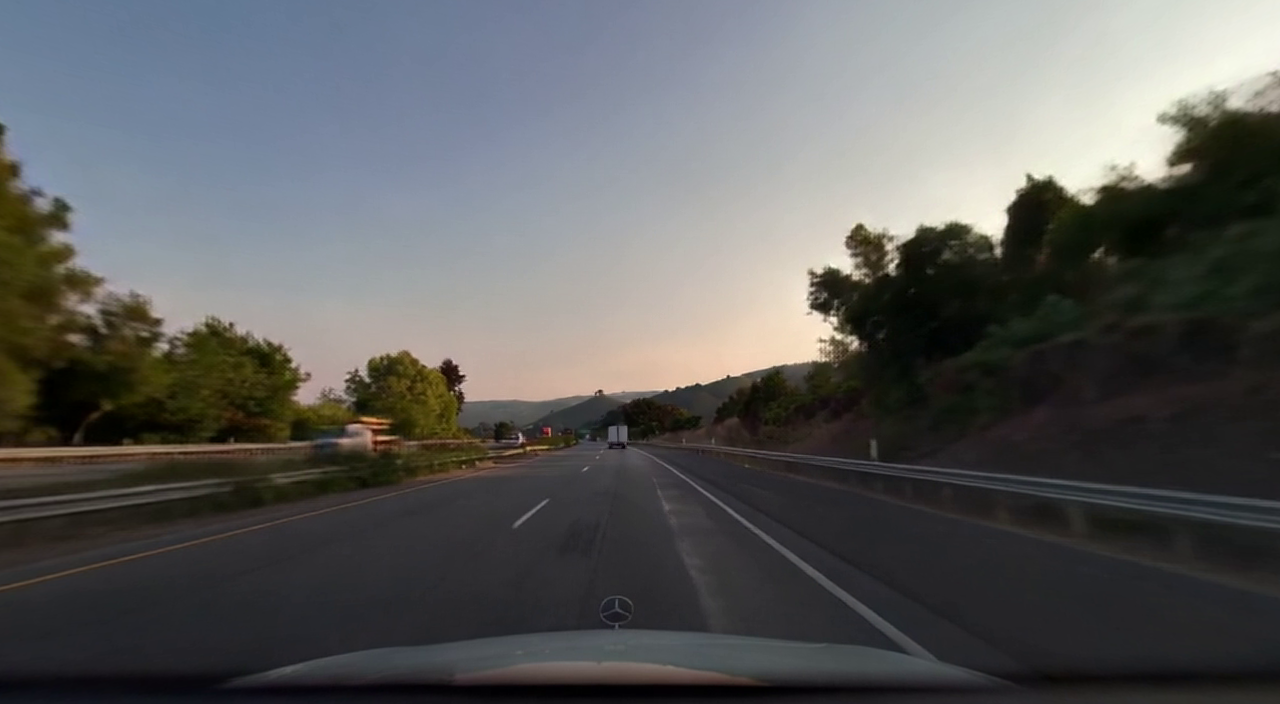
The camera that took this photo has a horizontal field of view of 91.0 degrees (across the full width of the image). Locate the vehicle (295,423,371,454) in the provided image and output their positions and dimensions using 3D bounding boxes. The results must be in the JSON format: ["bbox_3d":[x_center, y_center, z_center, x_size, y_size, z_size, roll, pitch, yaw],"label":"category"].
[{"bbox_3d":[-16.559,4.725,34.251,1.882,1.561,4.536,0,-8,-1],"label":"vehicle"}]
